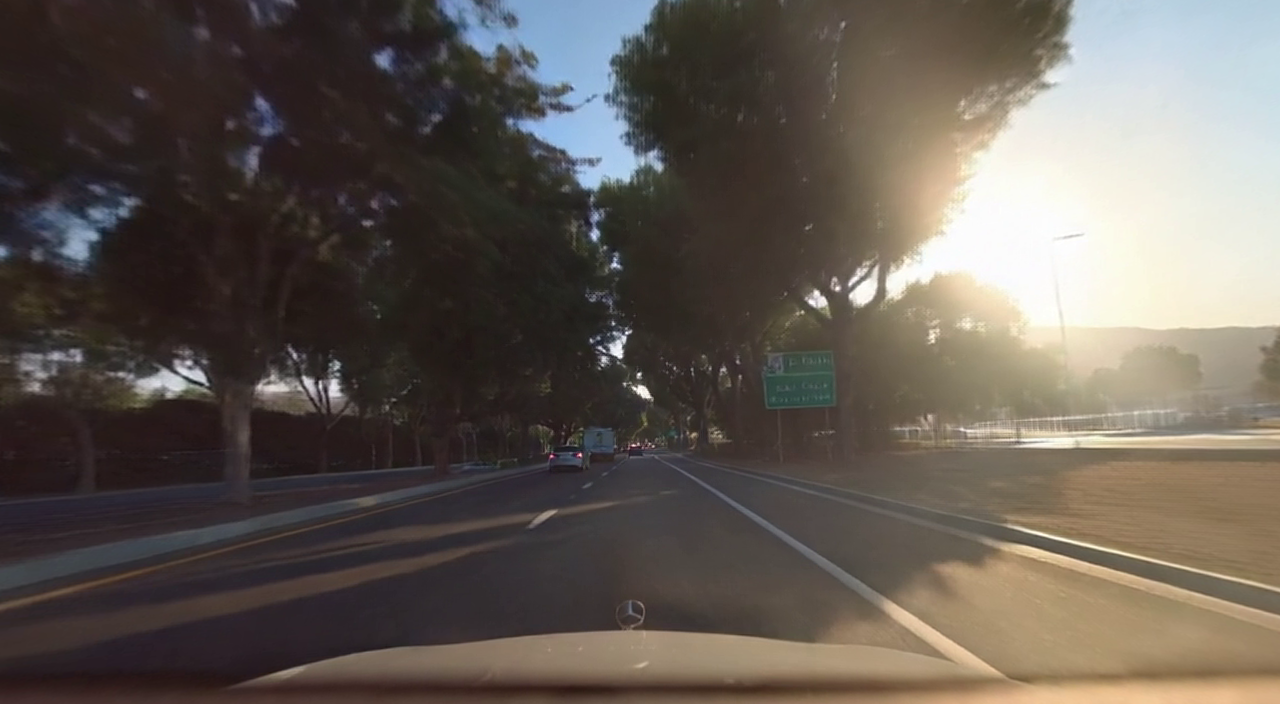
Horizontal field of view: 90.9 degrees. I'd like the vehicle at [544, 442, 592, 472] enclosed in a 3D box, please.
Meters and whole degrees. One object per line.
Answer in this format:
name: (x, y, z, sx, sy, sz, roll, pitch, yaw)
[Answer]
vehicle: (-3.789, 5.576, 33.756, 2.005, 1.462, 4.345, 0, -8, 1)
